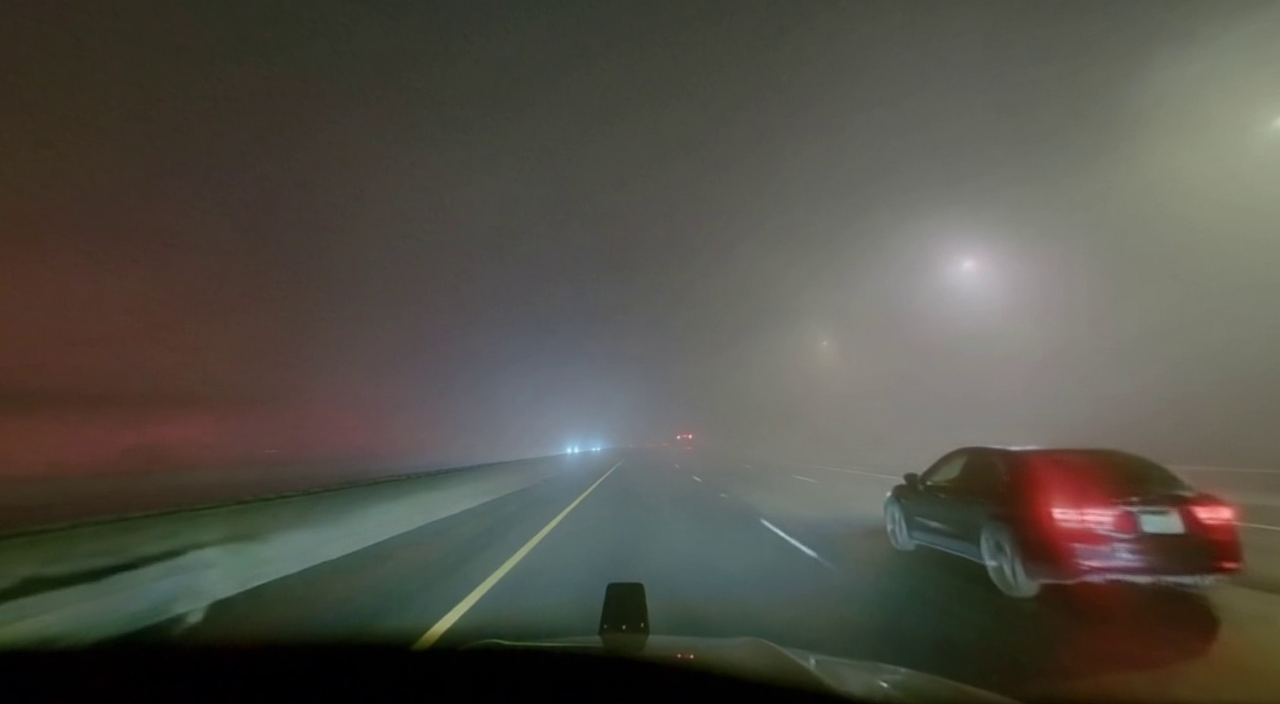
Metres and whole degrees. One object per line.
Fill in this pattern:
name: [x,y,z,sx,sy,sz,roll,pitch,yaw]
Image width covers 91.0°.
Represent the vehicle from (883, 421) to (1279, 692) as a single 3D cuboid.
vehicle: [3.672,1.348,5.286,1.683,1.400,3.868,0,-8,0]
